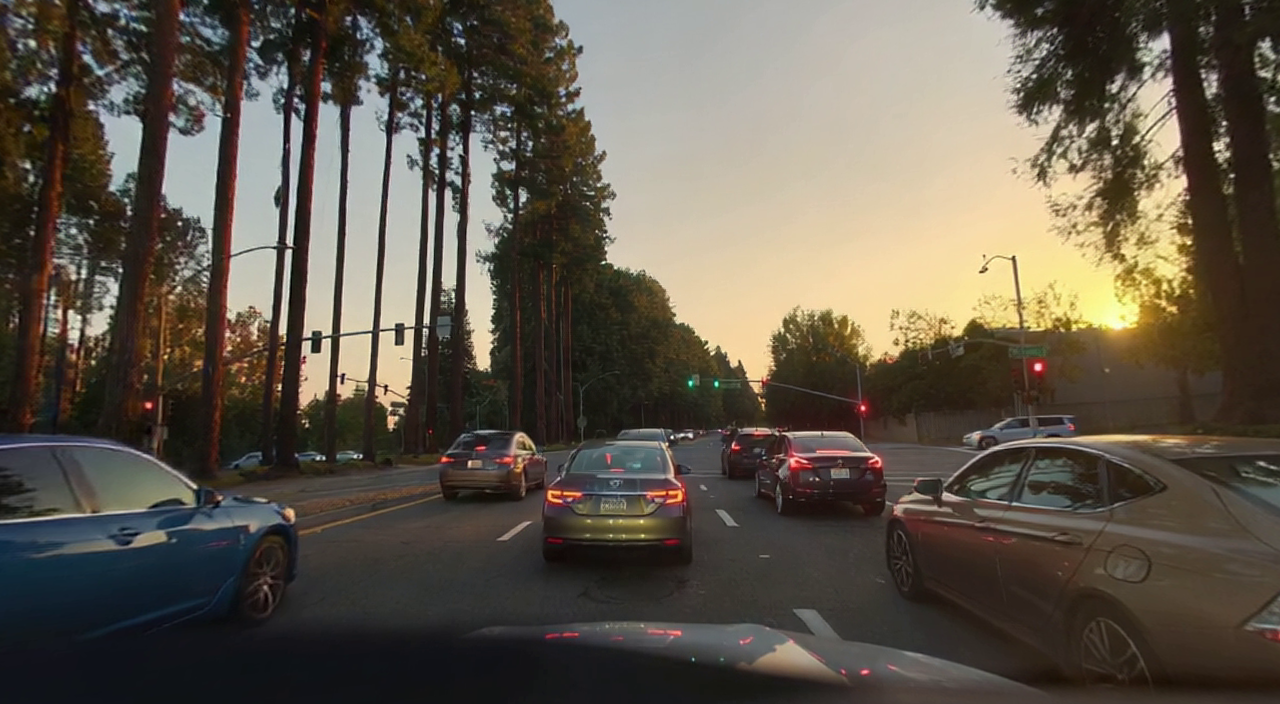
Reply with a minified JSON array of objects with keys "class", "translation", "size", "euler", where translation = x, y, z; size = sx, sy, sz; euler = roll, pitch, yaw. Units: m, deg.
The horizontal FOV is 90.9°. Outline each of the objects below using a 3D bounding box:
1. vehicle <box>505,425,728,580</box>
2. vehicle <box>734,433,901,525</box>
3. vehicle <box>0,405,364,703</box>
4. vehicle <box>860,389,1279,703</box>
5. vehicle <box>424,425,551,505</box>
[{"class":"vehicle","translation":[-0.246,1.741,8.067],"size":[2.147,1.479,3.803],"euler":[0,-8,-1]},{"class":"vehicle","translation":[3.182,2.335,12.324],"size":[1.975,1.460,4.357],"euler":[0,-8,0]},{"class":"vehicle","translation":[-3.673,1.164,3.936],"size":[1.935,1.482,4.433],"euler":[0,-8,-1]},{"class":"vehicle","translation":[3.135,1.149,4.052],"size":[1.903,1.480,4.270],"euler":[0,-8,0]},{"class":"vehicle","translation":[-3.623,2.777,15.856],"size":[1.961,1.714,4.268],"euler":[-1,-8,2]}]
